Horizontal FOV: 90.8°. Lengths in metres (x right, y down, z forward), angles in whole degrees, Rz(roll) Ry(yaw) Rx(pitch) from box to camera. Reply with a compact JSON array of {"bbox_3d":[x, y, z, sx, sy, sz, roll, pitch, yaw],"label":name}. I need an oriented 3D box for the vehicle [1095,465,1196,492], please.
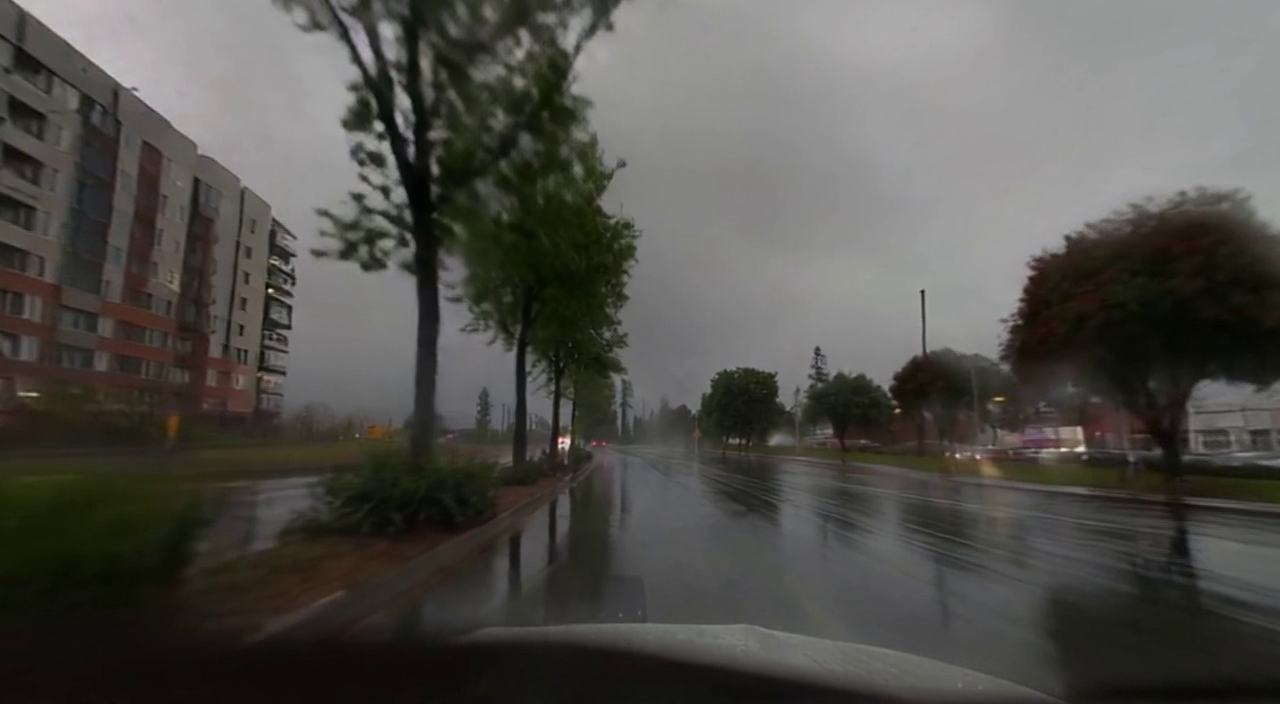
[{"bbox_3d":[30.243,7.588,37.908,4.349,1.499,1.867,0,-9,1],"label":"vehicle"}]
